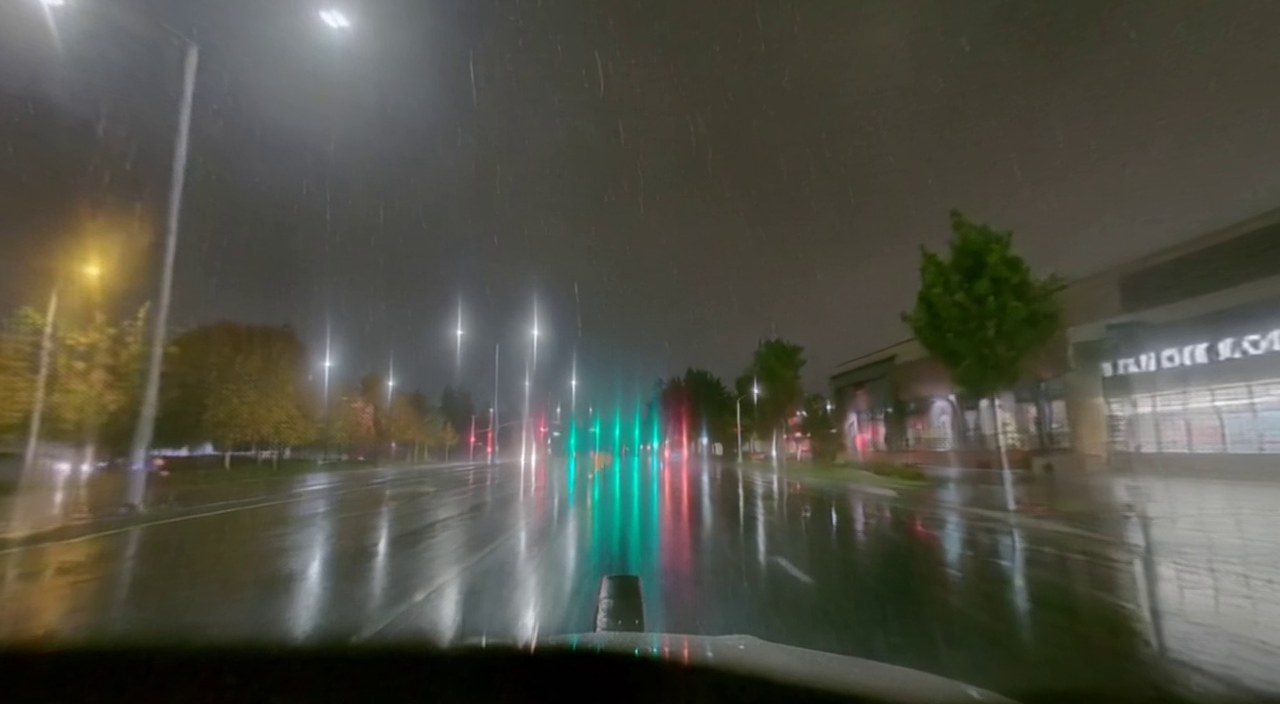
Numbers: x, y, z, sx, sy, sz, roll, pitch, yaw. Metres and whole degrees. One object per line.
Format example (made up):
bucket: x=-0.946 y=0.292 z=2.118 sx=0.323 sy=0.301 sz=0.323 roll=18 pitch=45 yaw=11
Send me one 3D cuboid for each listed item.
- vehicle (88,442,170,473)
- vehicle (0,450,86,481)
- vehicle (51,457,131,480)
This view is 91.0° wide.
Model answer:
vehicle: x=-33.230 y=6.852 z=40.996 sx=3.825 sy=1.489 sz=1.778 roll=-7 pitch=-7 yaw=-2
vehicle: x=-32.783 y=5.986 z=33.294 sx=4.736 sy=1.573 sz=2.176 roll=0 pitch=-8 yaw=-2
vehicle: x=-33.576 y=7.124 z=38.545 sx=3.332 sy=1.339 sz=1.610 roll=0 pitch=-8 yaw=-2
